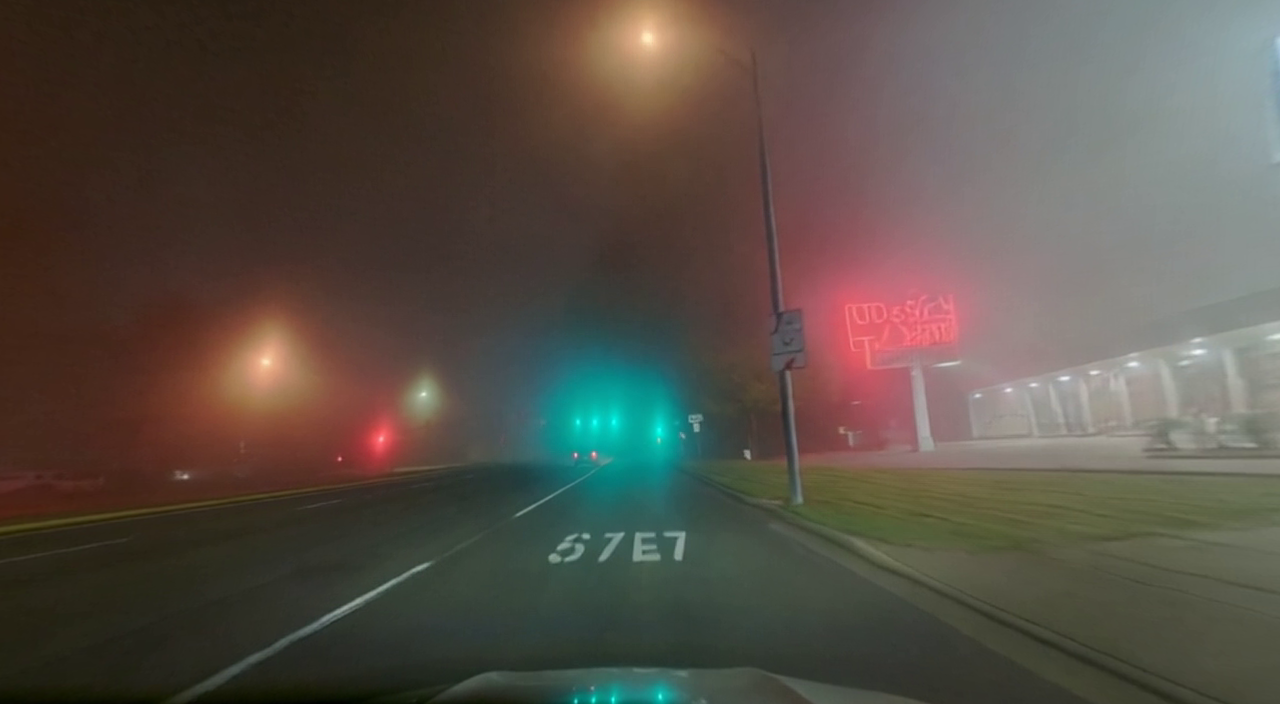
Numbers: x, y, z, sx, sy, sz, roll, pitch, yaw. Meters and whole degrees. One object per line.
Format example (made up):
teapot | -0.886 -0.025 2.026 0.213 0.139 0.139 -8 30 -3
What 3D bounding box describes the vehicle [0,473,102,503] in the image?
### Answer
vehicle | -34.133 7.792 36.208 4.614 1.534 2.229 0 -8 2
